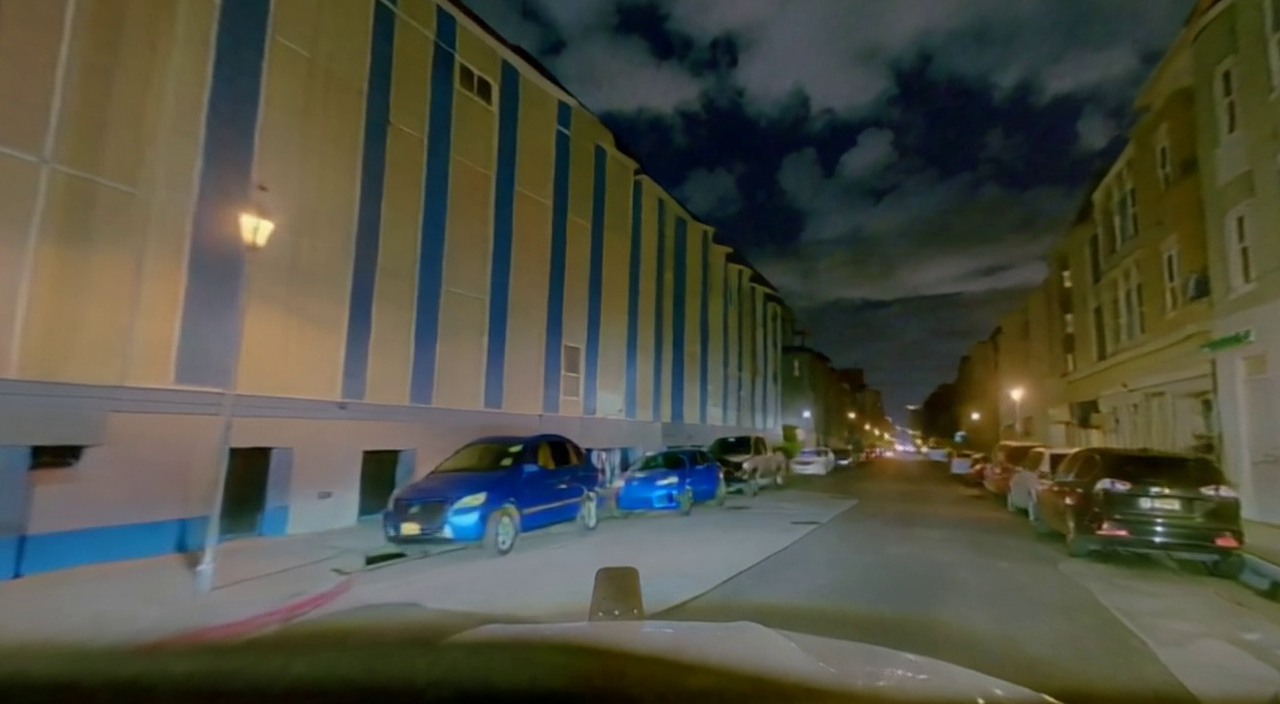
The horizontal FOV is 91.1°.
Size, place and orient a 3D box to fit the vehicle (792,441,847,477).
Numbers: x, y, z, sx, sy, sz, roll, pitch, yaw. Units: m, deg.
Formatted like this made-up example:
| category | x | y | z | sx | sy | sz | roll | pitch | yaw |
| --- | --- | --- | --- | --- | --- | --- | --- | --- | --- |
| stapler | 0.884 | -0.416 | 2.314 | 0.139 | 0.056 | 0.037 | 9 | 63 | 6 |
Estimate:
| category | x | y | z | sx | sy | sz | roll | pitch | yaw |
| --- | --- | --- | --- | --- | --- | --- | --- | --- | --- |
| vehicle | 8.562 | 5.016 | 29.796 | 1.840 | 1.493 | 3.761 | -4 | -8 | 25 |

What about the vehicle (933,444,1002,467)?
| category | x | y | z | sx | sy | sz | roll | pitch | yaw |
| --- | --- | --- | --- | --- | --- | --- | --- | --- | --- |
| vehicle | 22.373 | 7.089 | 43.095 | 3.657 | 1.475 | 1.930 | -1 | -8 | 5 |

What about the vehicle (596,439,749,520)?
| category | x | y | z | sx | sy | sz | roll | pitch | yaw |
| --- | --- | --- | --- | --- | --- | --- | --- | --- | --- |
| vehicle | 0.894 | 2.645 | 13.811 | 1.830 | 1.427 | 4.294 | -4 | -8 | 25 |

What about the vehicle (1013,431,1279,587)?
| category | x | y | z | sx | sy | sz | roll | pitch | yaw |
| --- | --- | --- | --- | --- | --- | --- | --- | --- | --- |
| vehicle | 6.753 | 1.950 | 8.923 | 1.883 | 1.615 | 4.234 | -3 | -8 | 23 |

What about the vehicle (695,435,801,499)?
| category | x | y | z | sx | sy | sz | roll | pitch | yaw |
| --- | --- | --- | --- | --- | --- | --- | --- | --- | --- |
| vehicle | 3.290 | 3.257 | 18.495 | 1.942 | 1.629 | 4.302 | -4 | -8 | 25 |

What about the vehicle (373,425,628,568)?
| category | x | y | z | sx | sy | sz | roll | pitch | yaw |
| --- | --- | --- | --- | --- | --- | --- | --- | --- | --- |
| vehicle | -1.667 | 1.802 | 8.706 | 1.719 | 1.519 | 3.414 | -3 | -8 | 23 |
